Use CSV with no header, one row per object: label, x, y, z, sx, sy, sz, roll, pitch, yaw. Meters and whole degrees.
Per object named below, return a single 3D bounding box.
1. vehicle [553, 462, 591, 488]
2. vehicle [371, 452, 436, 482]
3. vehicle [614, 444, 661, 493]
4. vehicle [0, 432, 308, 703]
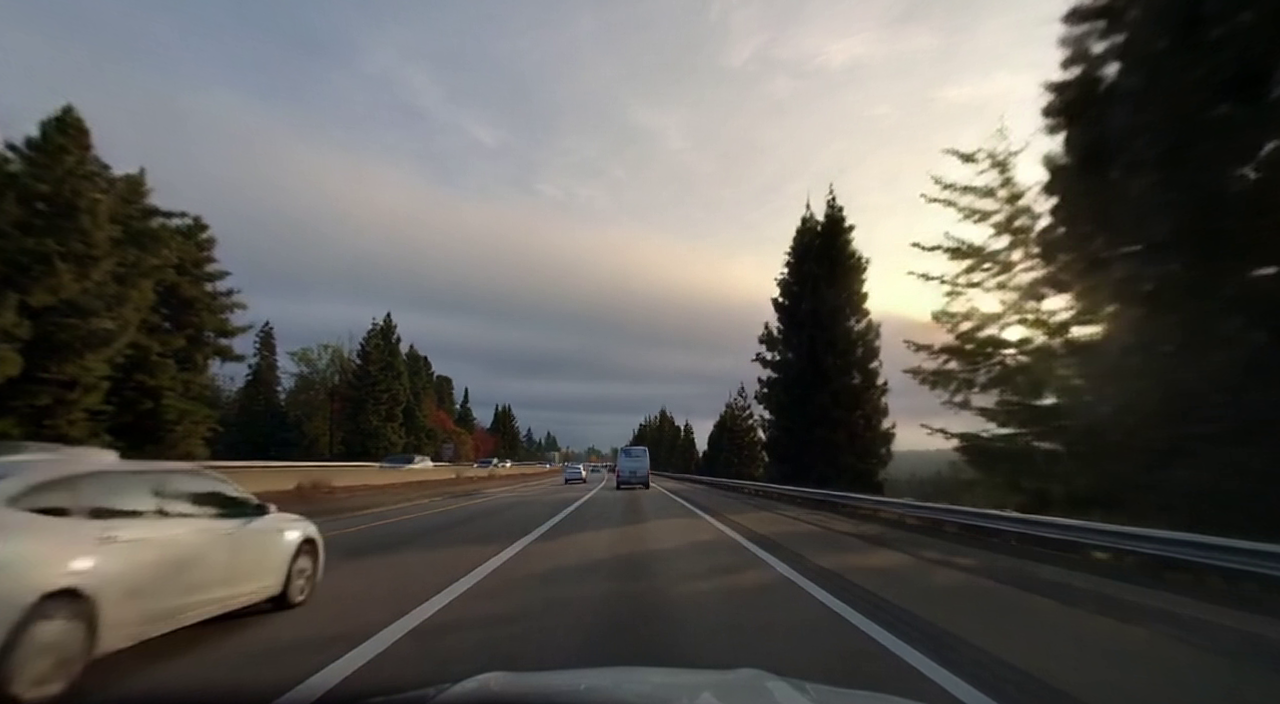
vehicle,-4.511,8.206,42.258,2.100,1.605,3.883,1,-10,0
vehicle,-13.307,6.542,35.820,1.895,1.532,4.810,1,-10,-1
vehicle,-0.184,6.718,36.374,2.482,2.549,5.447,1,-10,-1
vehicle,-4.245,1.247,3.698,2.128,1.491,4.508,1,-10,0
